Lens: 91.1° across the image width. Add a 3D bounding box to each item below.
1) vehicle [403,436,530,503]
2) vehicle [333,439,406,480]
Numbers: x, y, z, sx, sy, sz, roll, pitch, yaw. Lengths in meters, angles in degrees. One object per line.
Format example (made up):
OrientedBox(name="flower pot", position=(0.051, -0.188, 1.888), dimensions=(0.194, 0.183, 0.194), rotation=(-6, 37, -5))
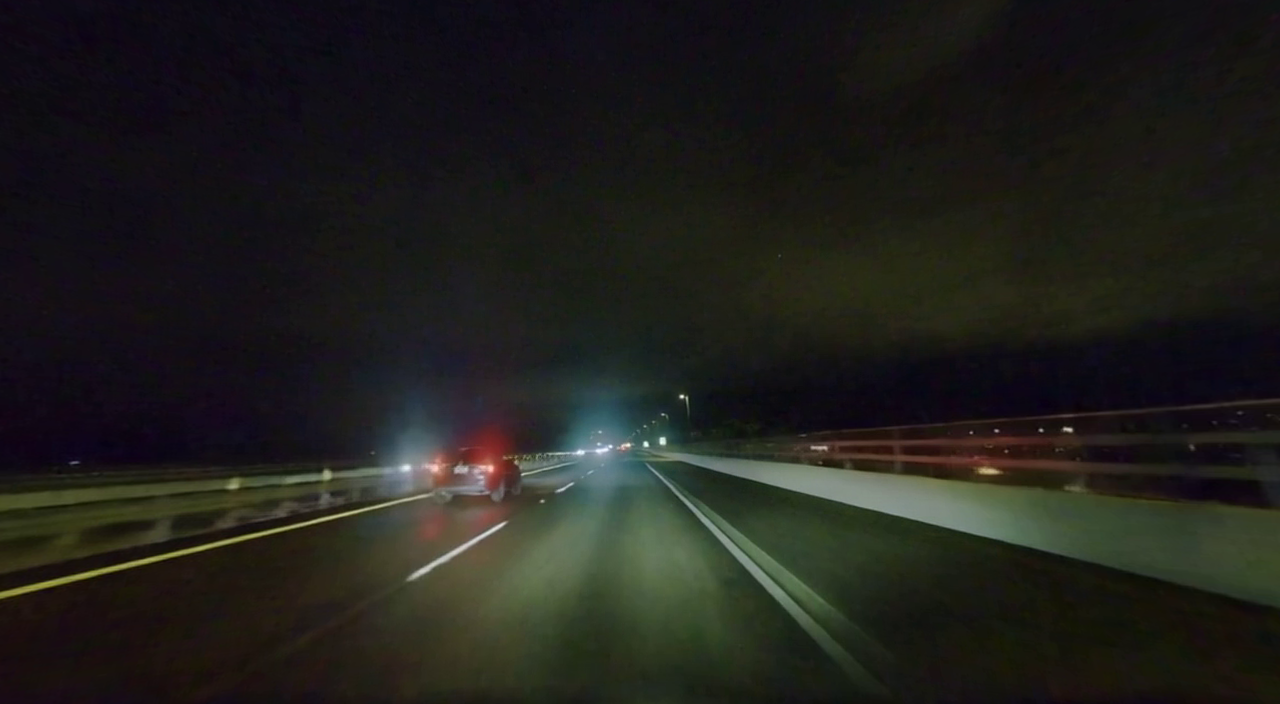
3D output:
OrientedBox(name="vehicle", position=(-4.528, 3.142, 17.257), dimensions=(2.139, 1.577, 4.546), rotation=(0, -9, 0))
OrientedBox(name="vehicle", position=(-17.856, 7.134, 41.883), dimensions=(2.364, 2.485, 5.546), rotation=(0, -9, 0))
